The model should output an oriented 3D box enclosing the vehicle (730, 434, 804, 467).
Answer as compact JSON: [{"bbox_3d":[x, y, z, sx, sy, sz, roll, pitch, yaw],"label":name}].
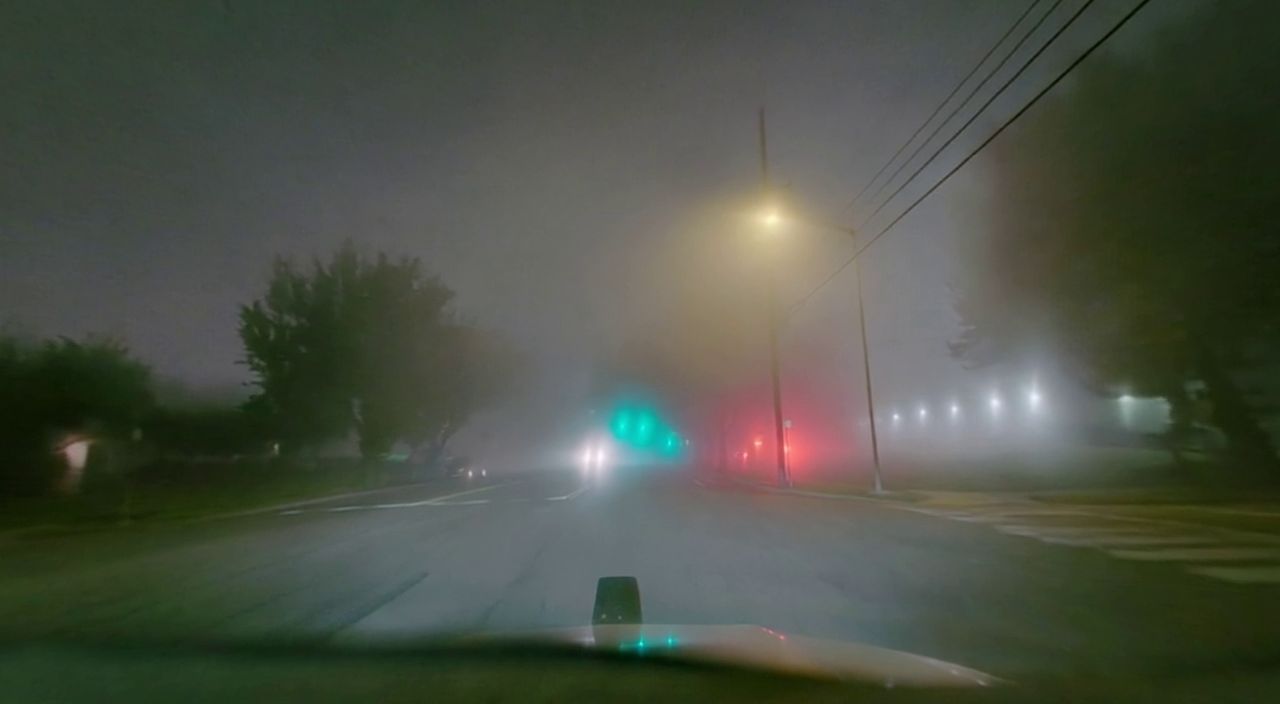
[{"bbox_3d":[9.941,7.645,49.353,5.565,2.036,1.907,-1,-5,-26],"label":"vehicle"}]

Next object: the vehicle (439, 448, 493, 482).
[{"bbox_3d":[-10.999,7.137,40.306,2.024,1.795,5.054,-6,-9,-2],"label":"vehicle"}]
